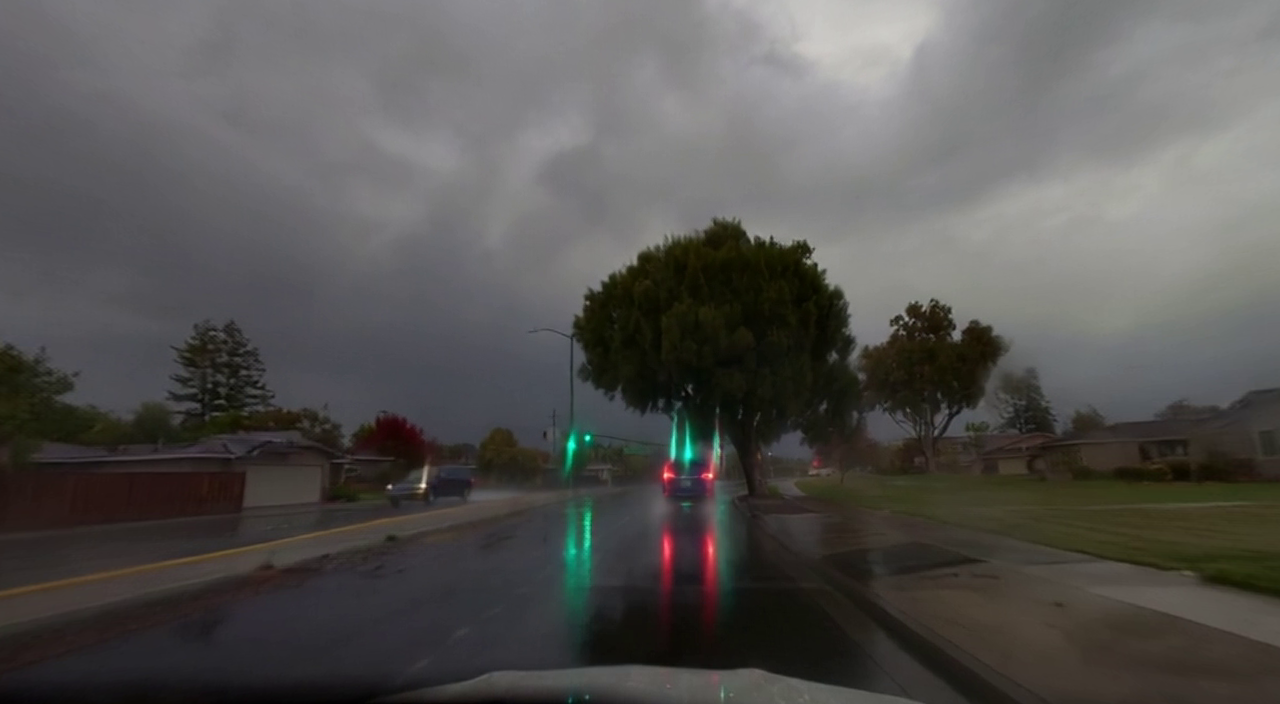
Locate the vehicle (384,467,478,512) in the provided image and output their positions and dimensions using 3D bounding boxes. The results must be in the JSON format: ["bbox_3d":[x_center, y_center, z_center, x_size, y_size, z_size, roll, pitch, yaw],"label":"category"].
[{"bbox_3d":[-9.294,6.132,28.487,2.066,1.744,4.771,-5,-11,8],"label":"vehicle"}]

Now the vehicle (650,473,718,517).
[{"bbox_3d":[1.646,4.805,21.584,1.972,1.250,5.282,-1,-11,8],"label":"vehicle"}]
